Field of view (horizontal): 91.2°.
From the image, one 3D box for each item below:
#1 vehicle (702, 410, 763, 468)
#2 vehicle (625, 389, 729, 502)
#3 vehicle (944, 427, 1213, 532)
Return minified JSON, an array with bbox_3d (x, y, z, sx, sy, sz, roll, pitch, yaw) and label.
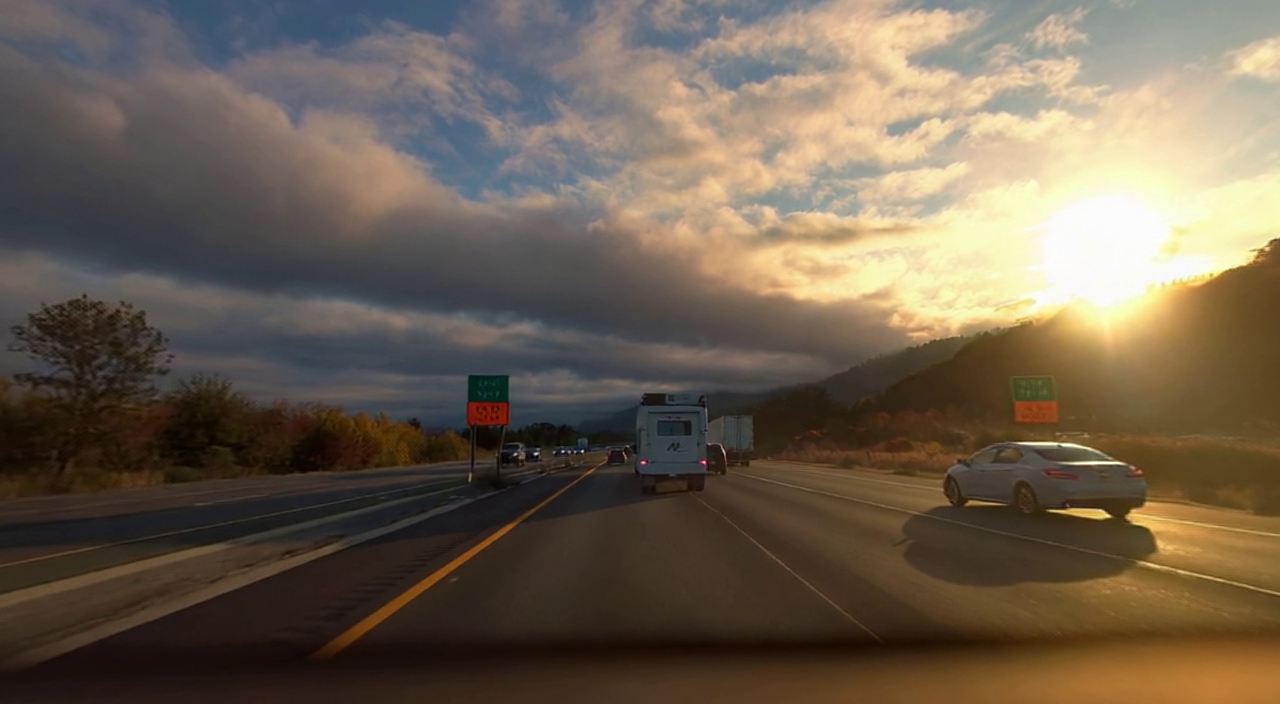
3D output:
[{"bbox_3d":[6.728,6.598,47.124,2.928,3.900,10.014,0,-9,0],"label":"vehicle"},{"bbox_3d":[1.187,2.747,18.415,2.506,2.743,6.093,-1,-9,6],"label":"vehicle"},{"bbox_3d":[7.457,2.188,11.251,1.988,1.534,3.763,0,-9,-2],"label":"vehicle"}]
